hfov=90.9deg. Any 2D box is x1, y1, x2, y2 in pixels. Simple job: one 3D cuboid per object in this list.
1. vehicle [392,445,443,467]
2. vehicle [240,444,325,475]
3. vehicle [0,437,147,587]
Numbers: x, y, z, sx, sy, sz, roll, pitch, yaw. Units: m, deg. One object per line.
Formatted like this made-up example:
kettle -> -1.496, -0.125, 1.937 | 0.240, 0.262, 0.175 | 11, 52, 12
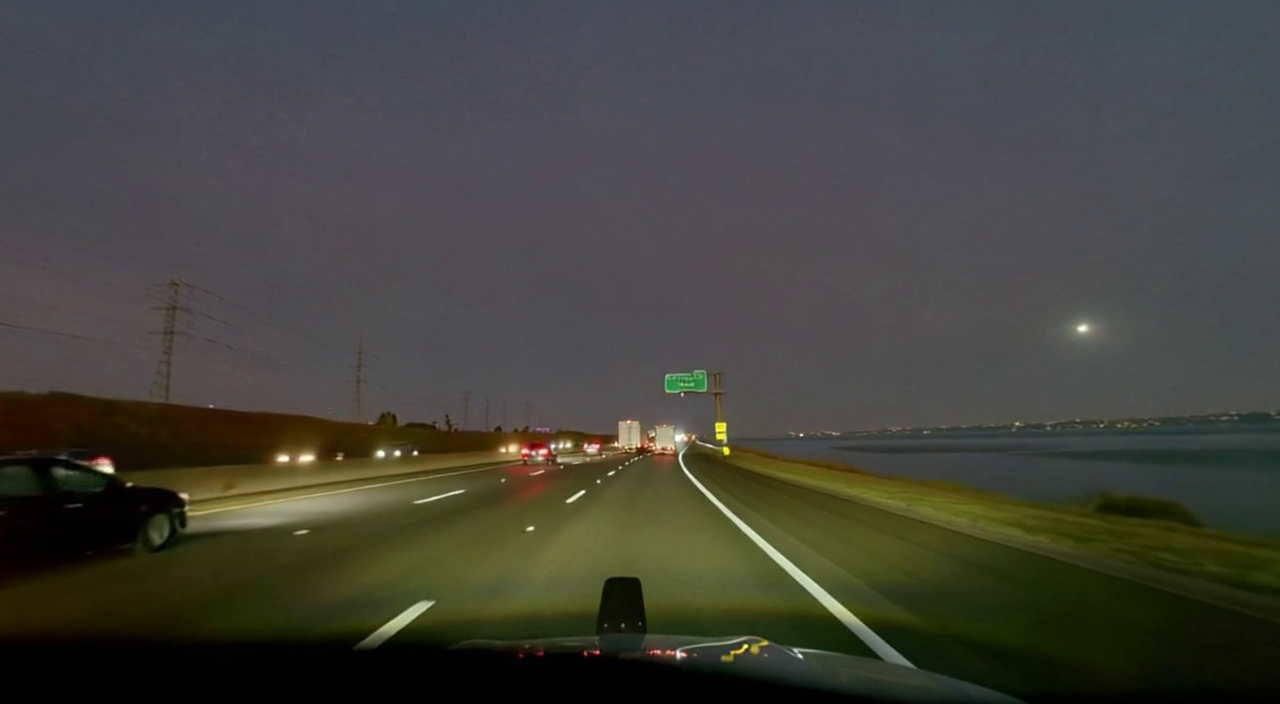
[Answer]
vehicle -> -16.051, 7.519, 45.748 | 1.852, 1.452, 4.529 | -1, -8, 3
vehicle -> -20.127, 6.034, 35.736 | 1.935, 1.645, 4.635 | -1, -8, 2
vehicle -> -7.537, 1.601, 6.188 | 1.944, 1.517, 4.121 | -1, -8, 2
